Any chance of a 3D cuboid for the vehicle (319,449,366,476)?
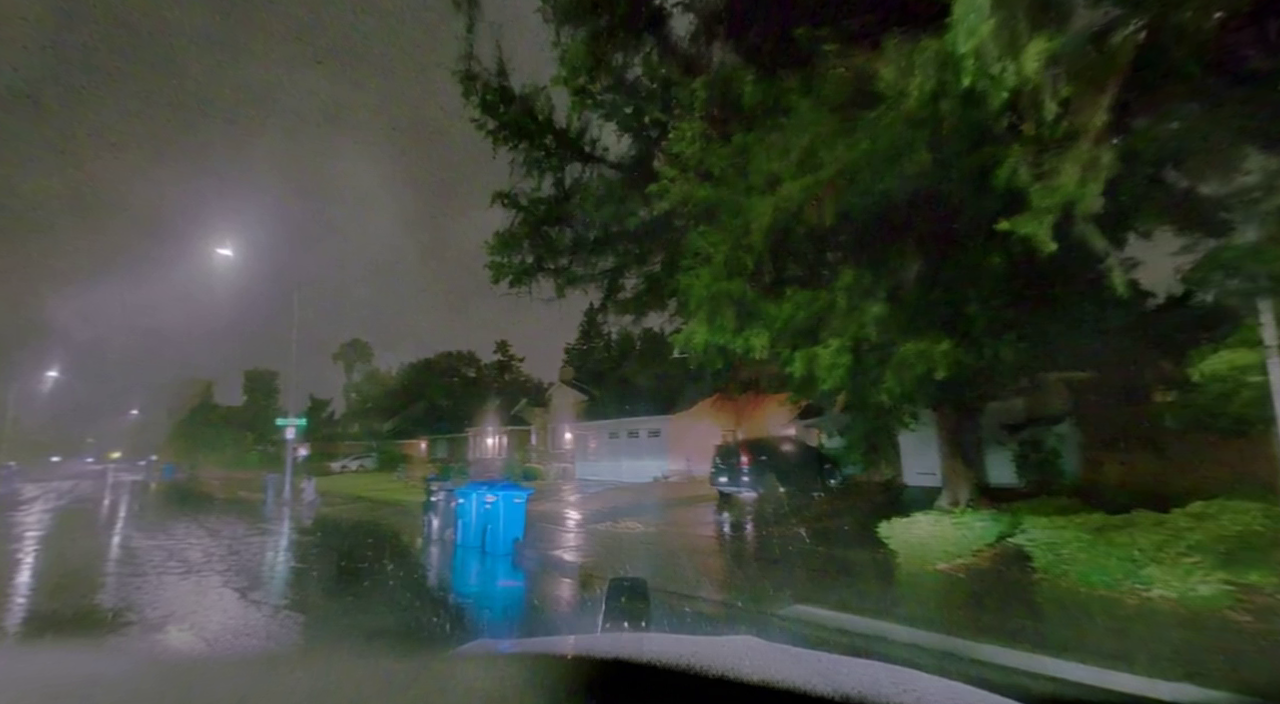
[{"bbox_3d":[-22.139,8.174,46.854,1.936,1.687,4.714,4,-8,-40],"label":"vehicle"}]
